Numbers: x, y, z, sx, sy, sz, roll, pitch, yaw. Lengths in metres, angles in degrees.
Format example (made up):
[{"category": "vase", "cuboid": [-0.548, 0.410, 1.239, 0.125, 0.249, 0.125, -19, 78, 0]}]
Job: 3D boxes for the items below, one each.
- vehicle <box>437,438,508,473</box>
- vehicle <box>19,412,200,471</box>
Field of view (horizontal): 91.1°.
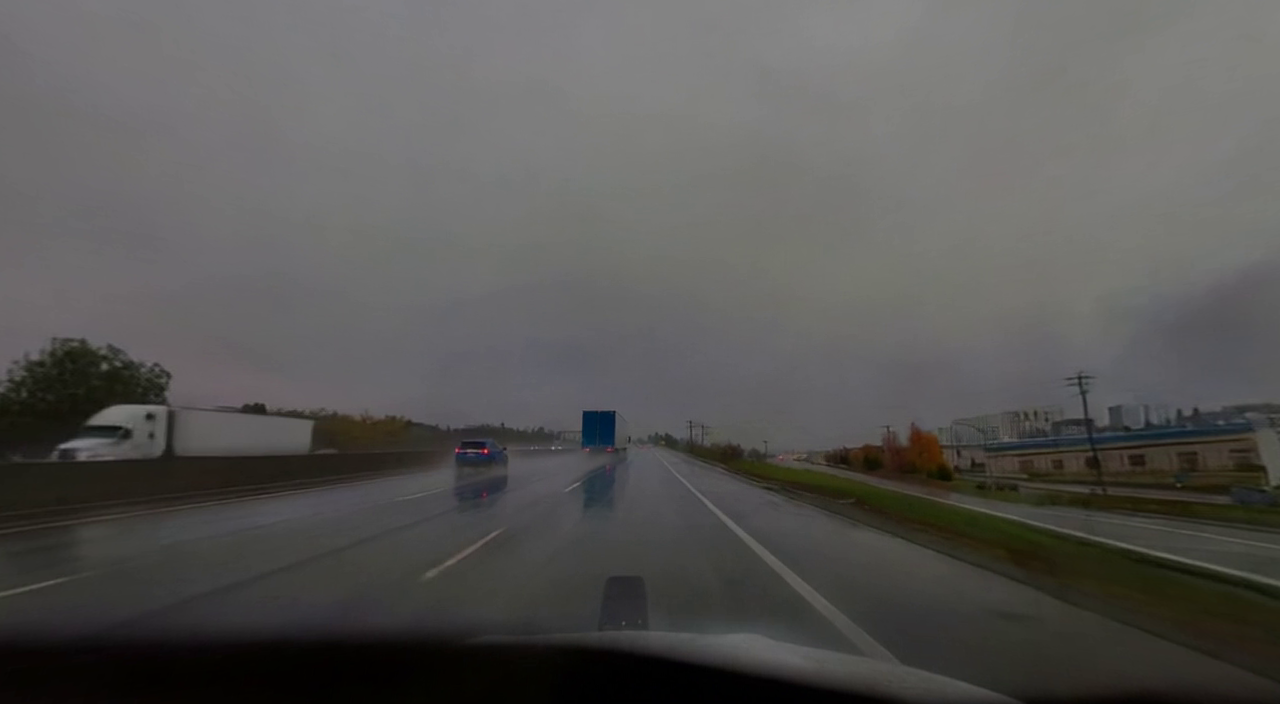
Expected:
[{"category": "vehicle", "cuboid": [-7.640, 4.745, 29.128, 1.901, 1.467, 4.629, 0, -8, 1]}, {"category": "vehicle", "cuboid": [-32.599, 5.621, 39.381, 2.885, 3.192, 9.464, 0, -8, 1]}]
